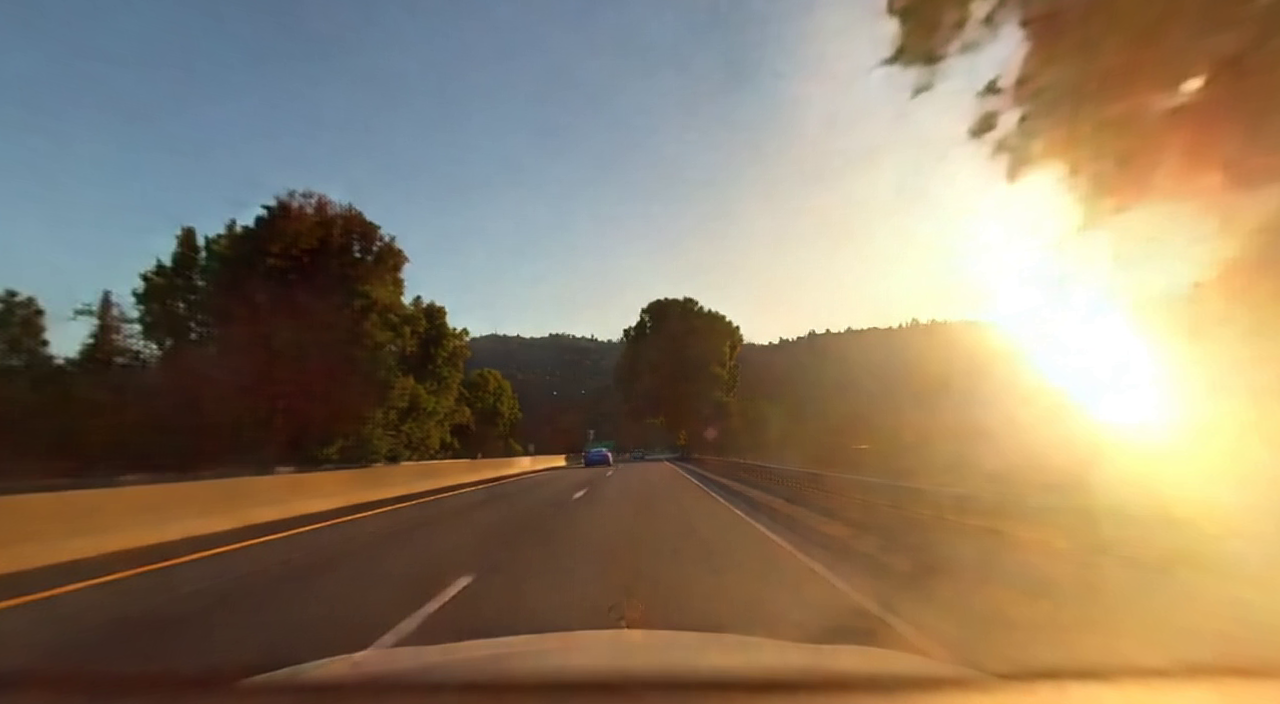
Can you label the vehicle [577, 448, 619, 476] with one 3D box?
[{"bbox_3d":[-2.259,6.060,35.001,1.917,1.450,3.997,0,-8,2],"label":"vehicle"}]
